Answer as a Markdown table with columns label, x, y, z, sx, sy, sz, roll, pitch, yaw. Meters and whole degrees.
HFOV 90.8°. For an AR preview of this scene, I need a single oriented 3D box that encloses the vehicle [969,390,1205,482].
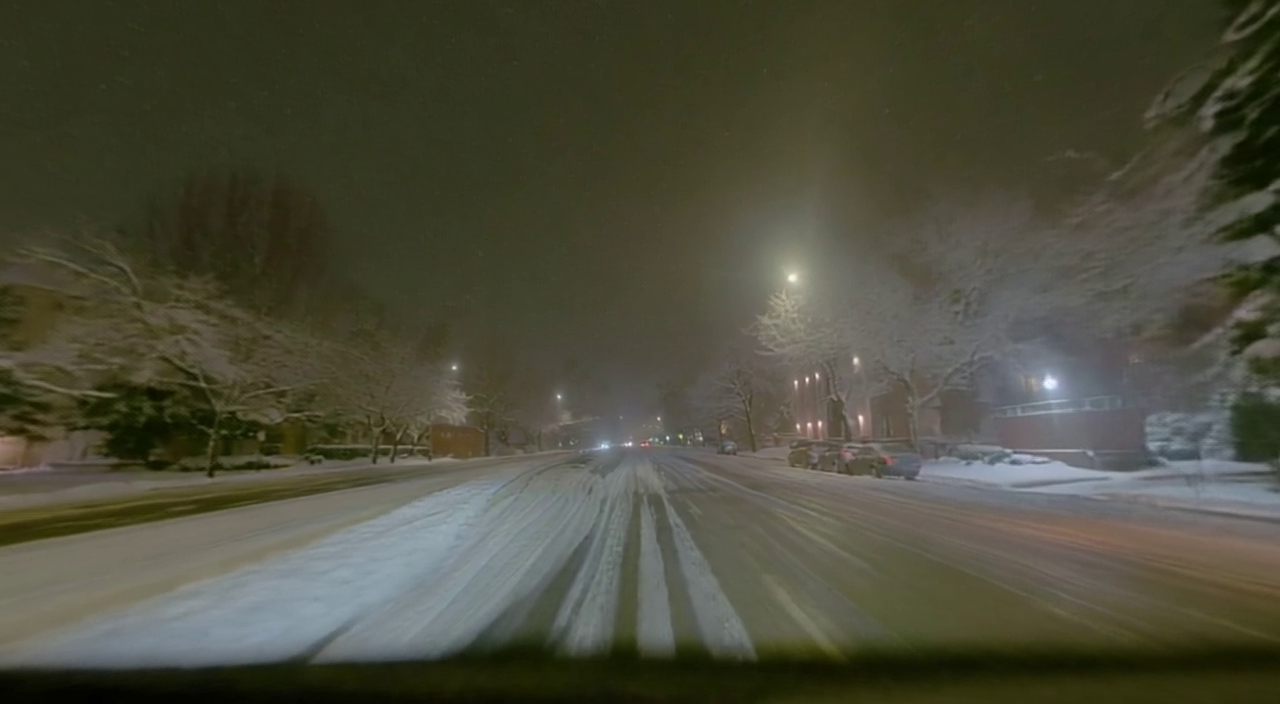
| label | x | y | z | sx | sy | sz | roll | pitch | yaw |
| --- | --- | --- | --- | --- | --- | --- | --- | --- | --- |
| vehicle | 17.101 | 3.269 | 24.585 | 6.927 | 3.298 | 2.751 | 0 | -8 | 0 |

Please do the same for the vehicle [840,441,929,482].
| label | x | y | z | sx | sy | sz | roll | pitch | yaw |
| --- | --- | --- | --- | --- | --- | --- | --- | --- | --- |
| vehicle | 10.286 | 4.618 | 26.933 | 1.931 | 1.565 | 4.043 | 1 | -9 | -4 |

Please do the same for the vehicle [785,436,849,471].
| label | x | y | z | sx | sy | sz | roll | pitch | yaw |
| --- | --- | --- | --- | --- | --- | --- | --- | --- | --- |
| vehicle | 10.031 | 5.796 | 36.299 | 2.092 | 1.848 | 4.879 | 0 | -8 | -2 |
